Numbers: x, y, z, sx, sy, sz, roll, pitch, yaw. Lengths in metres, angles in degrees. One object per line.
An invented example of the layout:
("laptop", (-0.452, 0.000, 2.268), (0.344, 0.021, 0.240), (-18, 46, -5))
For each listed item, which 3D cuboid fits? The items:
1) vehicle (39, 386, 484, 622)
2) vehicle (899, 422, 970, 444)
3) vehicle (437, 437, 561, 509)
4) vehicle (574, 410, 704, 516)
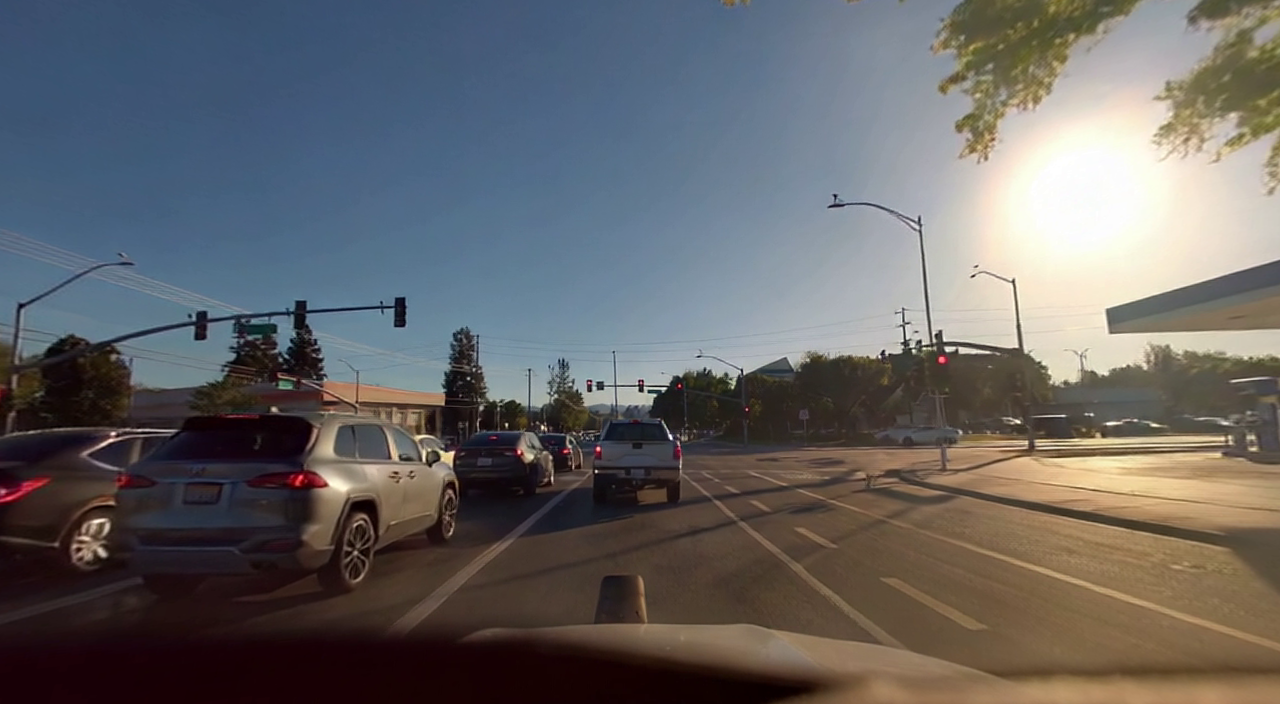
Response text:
("vehicle", (-3.304, 1.429, 6.823), (2.096, 1.718, 4.266), (0, -9, 1))
("vehicle", (23.203, 6.410, 49.903), (4.548, 1.730, 2.013), (0, -8, -1))
("vehicle", (-3.068, 2.724, 14.694), (1.881, 1.424, 4.098), (0, -9, 1))
("vehicle", (-0.042, 2.282, 13.428), (2.224, 1.819, 5.005), (0, -9, 0))
